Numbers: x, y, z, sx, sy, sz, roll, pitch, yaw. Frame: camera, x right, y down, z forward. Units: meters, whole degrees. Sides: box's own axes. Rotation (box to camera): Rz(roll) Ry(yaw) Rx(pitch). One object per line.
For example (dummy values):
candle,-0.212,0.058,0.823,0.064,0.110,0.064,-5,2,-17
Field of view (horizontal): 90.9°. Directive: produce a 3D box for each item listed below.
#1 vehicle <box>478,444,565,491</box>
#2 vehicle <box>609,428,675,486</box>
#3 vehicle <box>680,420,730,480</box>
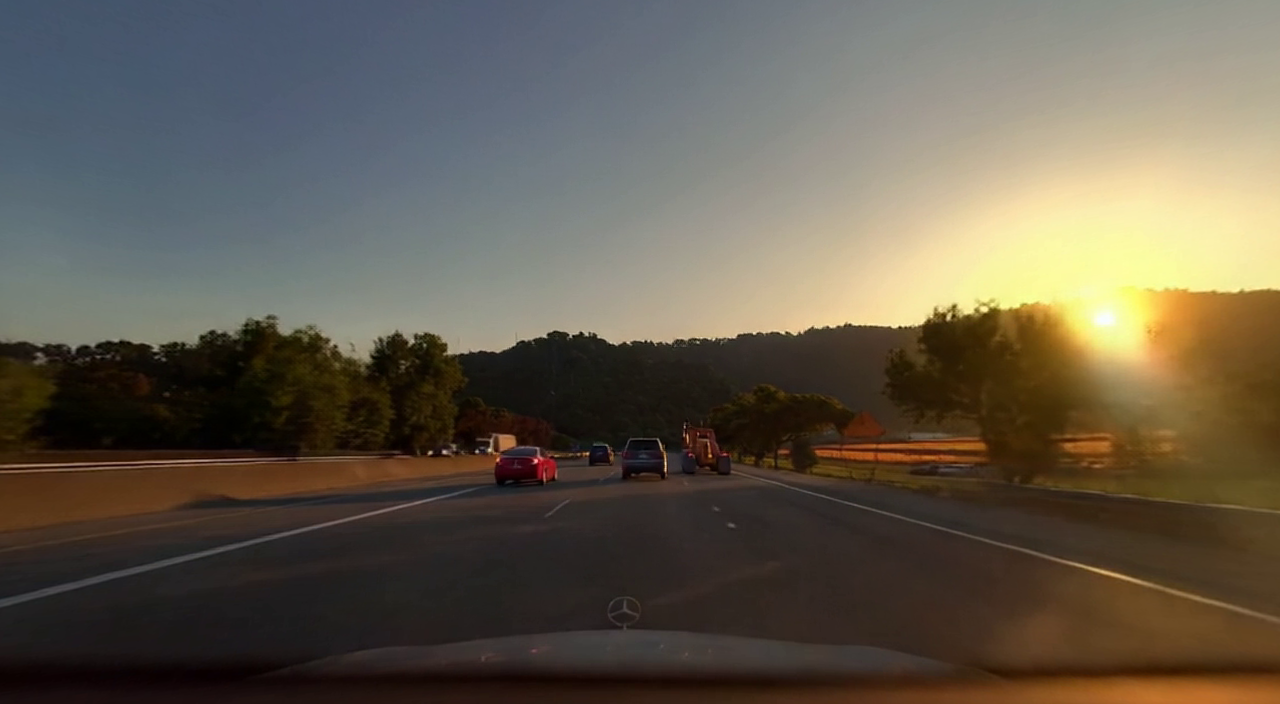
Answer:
vehicle,-4.023,3.966,22.150,2.096,1.469,4.319,0,-8,2
vehicle,0.085,4.011,24.406,2.308,1.993,4.631,0,-8,1
vehicle,4.495,7.077,45.780,2.793,3.828,9.580,0,-9,1
